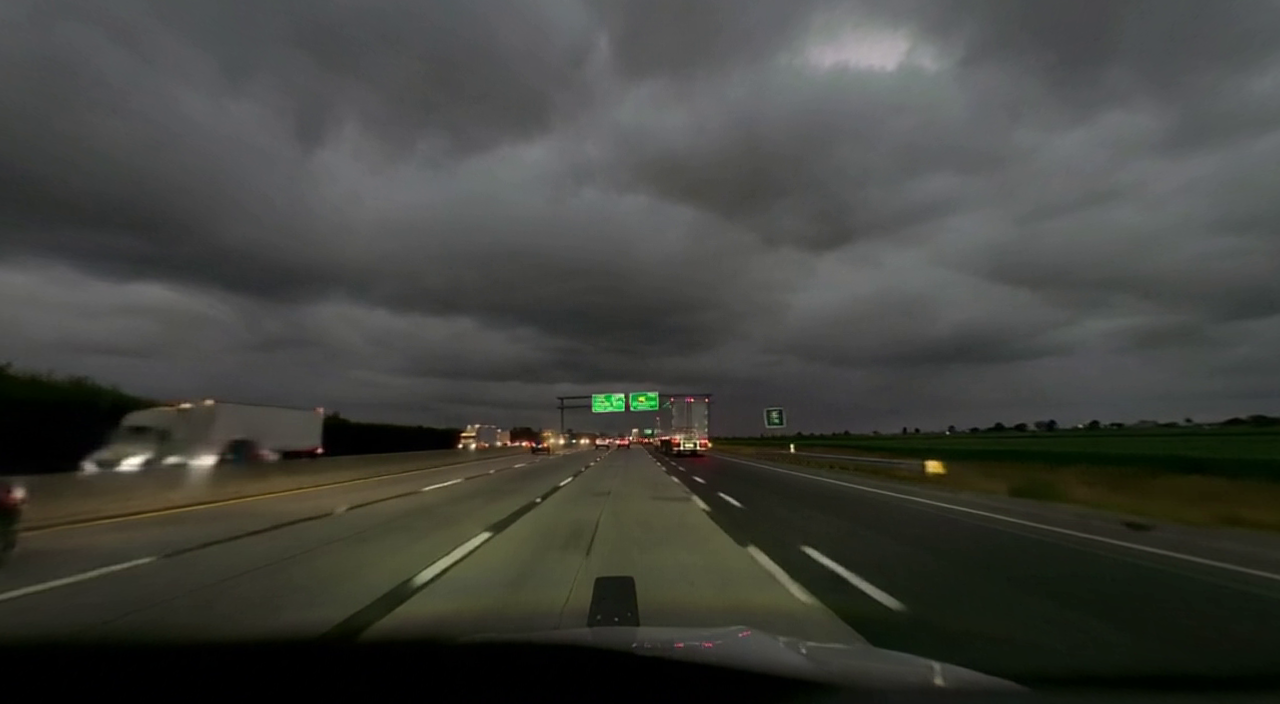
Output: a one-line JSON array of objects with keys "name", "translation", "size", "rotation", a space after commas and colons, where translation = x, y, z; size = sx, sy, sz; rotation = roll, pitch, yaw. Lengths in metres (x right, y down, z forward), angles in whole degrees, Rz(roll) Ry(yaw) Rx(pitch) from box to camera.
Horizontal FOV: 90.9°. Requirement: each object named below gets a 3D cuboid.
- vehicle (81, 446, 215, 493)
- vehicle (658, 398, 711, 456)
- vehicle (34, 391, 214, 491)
[{"name": "vehicle", "translation": [-18.404, 4.382, 23.834], "size": [1.904, 1.528, 3.893], "rotation": [0, -8, -1]}, {"name": "vehicle", "translation": [3.059, 5.633, 46.906], "size": [2.760, 3.710, 12.230], "rotation": [0, -7, -1]}, {"name": "vehicle", "translation": [-23.175, 4.032, 28.852], "size": [3.013, 4.037, 6.006], "rotation": [0, -8, -1]}]
